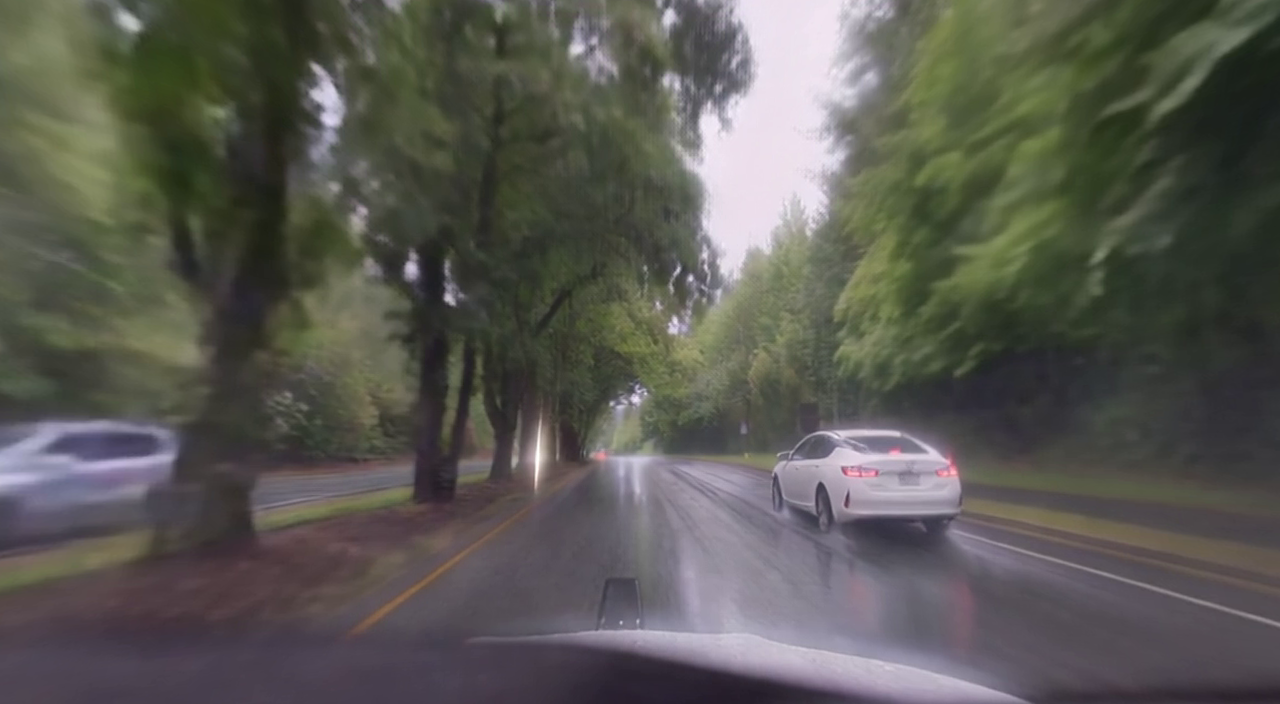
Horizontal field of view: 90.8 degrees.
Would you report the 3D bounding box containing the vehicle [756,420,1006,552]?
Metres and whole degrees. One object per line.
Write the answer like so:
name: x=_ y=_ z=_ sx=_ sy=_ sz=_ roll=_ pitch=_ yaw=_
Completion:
vehicle: x=3.383 y=1.982 z=10.085 sx=2.060 sy=1.584 sz=4.592 roll=0 pitch=-9 yaw=-2
